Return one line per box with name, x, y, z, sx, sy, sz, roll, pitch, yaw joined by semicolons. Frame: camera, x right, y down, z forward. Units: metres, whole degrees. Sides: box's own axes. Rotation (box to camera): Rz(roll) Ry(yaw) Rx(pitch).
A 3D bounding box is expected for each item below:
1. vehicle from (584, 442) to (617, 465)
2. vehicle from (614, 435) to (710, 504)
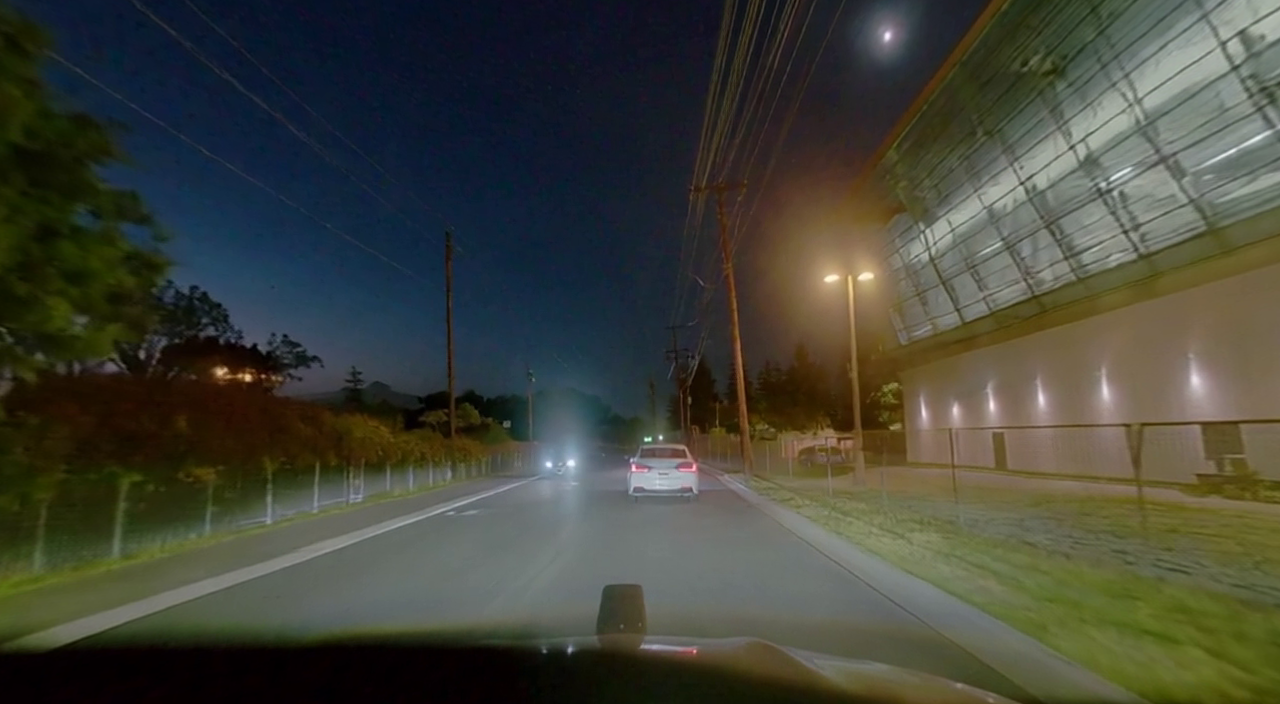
vehicle;-2.972;7.711;48.169;2.086;1.536;4.294;-5;-8;0
vehicle;0.492;2.830;15.667;2.060;1.487;3.920;0;-8;1
